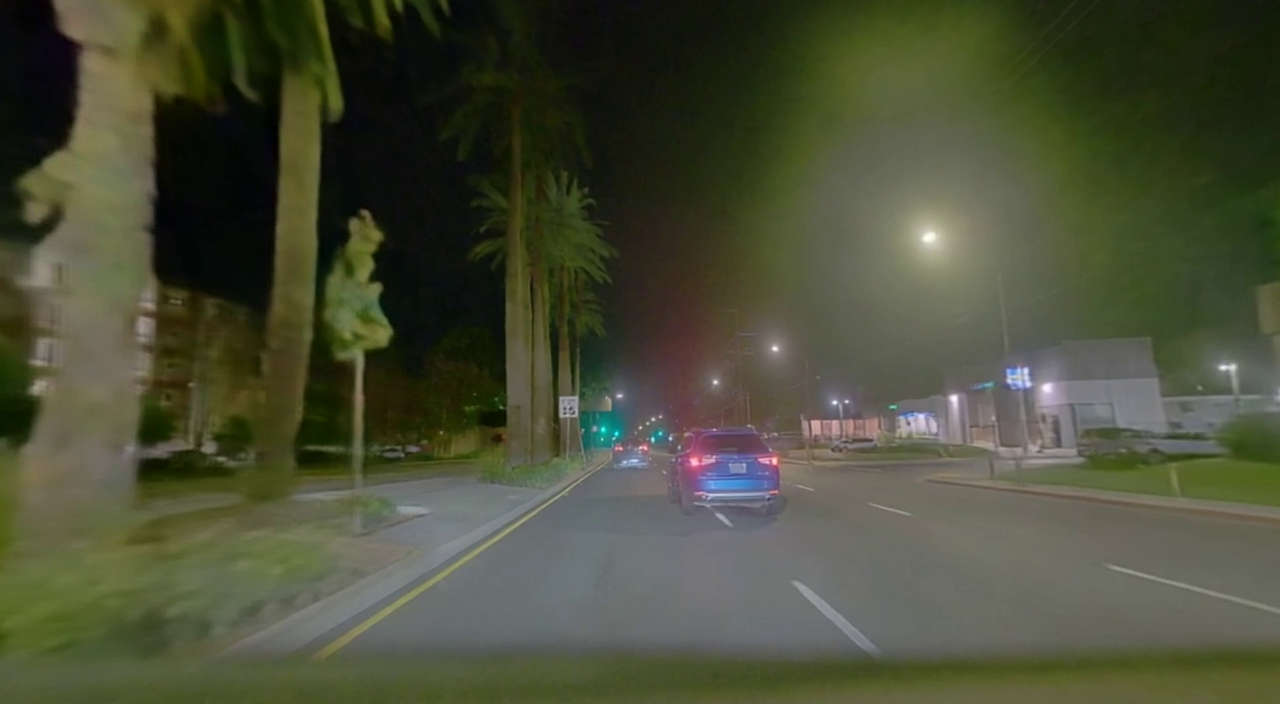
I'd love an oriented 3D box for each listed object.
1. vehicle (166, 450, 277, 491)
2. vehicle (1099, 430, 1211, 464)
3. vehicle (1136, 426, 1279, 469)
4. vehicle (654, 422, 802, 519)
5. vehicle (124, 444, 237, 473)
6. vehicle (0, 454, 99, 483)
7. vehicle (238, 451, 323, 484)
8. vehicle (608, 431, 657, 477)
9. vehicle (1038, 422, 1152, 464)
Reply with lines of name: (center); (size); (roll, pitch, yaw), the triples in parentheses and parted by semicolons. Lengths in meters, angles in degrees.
vehicle: (-19.731, 5.580, 30.092); (2.029, 1.723, 4.639); (0, -8, 1)
vehicle: (23.997, 4.449, 29.641); (2.004, 1.519, 3.714); (0, -8, -2)
vehicle: (26.481, 4.564, 29.783); (2.023, 1.704, 4.841); (-4, -10, -3)
vehicle: (1.612, 2.410, 13.396); (2.239, 1.693, 4.301); (0, -8, -4)
vehicle: (-31.597, 7.333, 43.618); (5.741, 1.939, 2.483); (0, -8, -2)
vehicle: (-32.031, 6.125, 33.393); (4.903, 1.451, 2.031); (0, -8, -2)
vehicle: (-19.861, 6.371, 35.196); (1.929, 1.646, 4.716); (0, -8, 0)
vehicle: (-0.323, 4.446, 27.782); (1.981, 1.854, 3.983); (0, -8, 0)
vehicle: (21.212, 4.287, 29.742); (1.894, 1.784, 4.571); (0, -8, 0)
